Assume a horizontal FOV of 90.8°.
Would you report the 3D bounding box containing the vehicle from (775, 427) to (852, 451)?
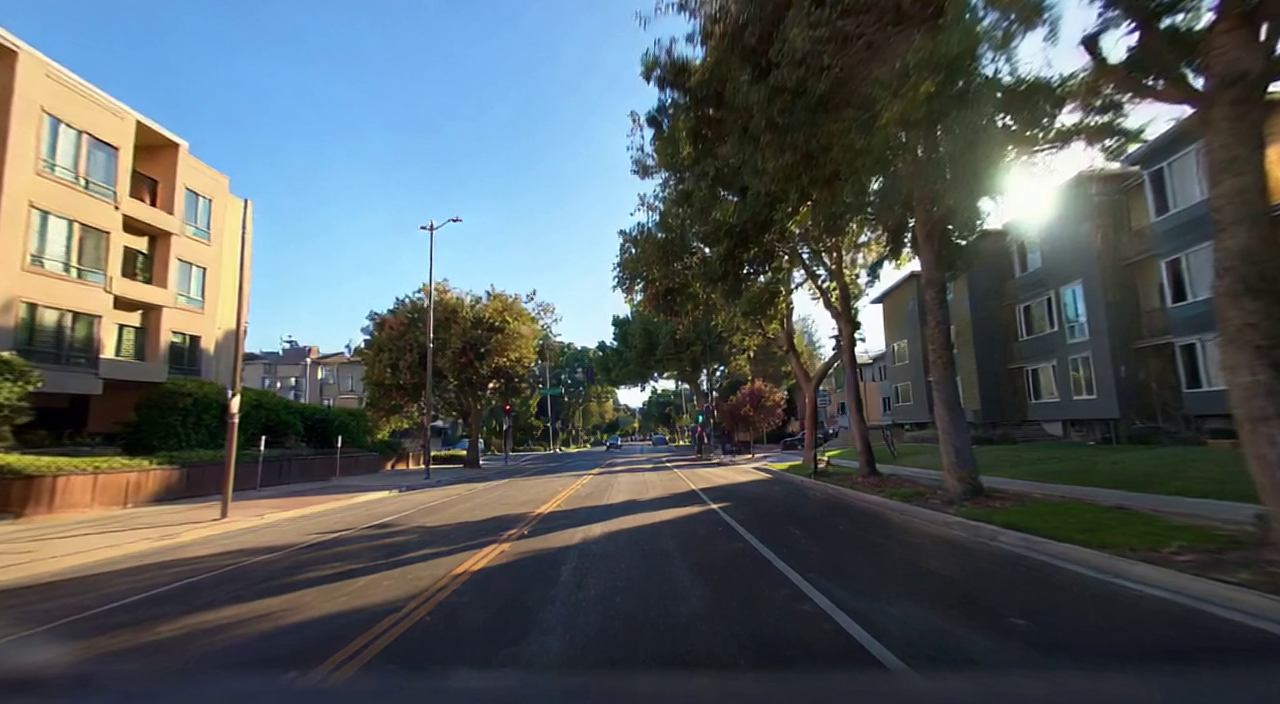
[{"bbox_3d":[12.704,6.411,46.427,4.908,1.521,2.108,-1,-8,-3],"label":"vehicle"}]
